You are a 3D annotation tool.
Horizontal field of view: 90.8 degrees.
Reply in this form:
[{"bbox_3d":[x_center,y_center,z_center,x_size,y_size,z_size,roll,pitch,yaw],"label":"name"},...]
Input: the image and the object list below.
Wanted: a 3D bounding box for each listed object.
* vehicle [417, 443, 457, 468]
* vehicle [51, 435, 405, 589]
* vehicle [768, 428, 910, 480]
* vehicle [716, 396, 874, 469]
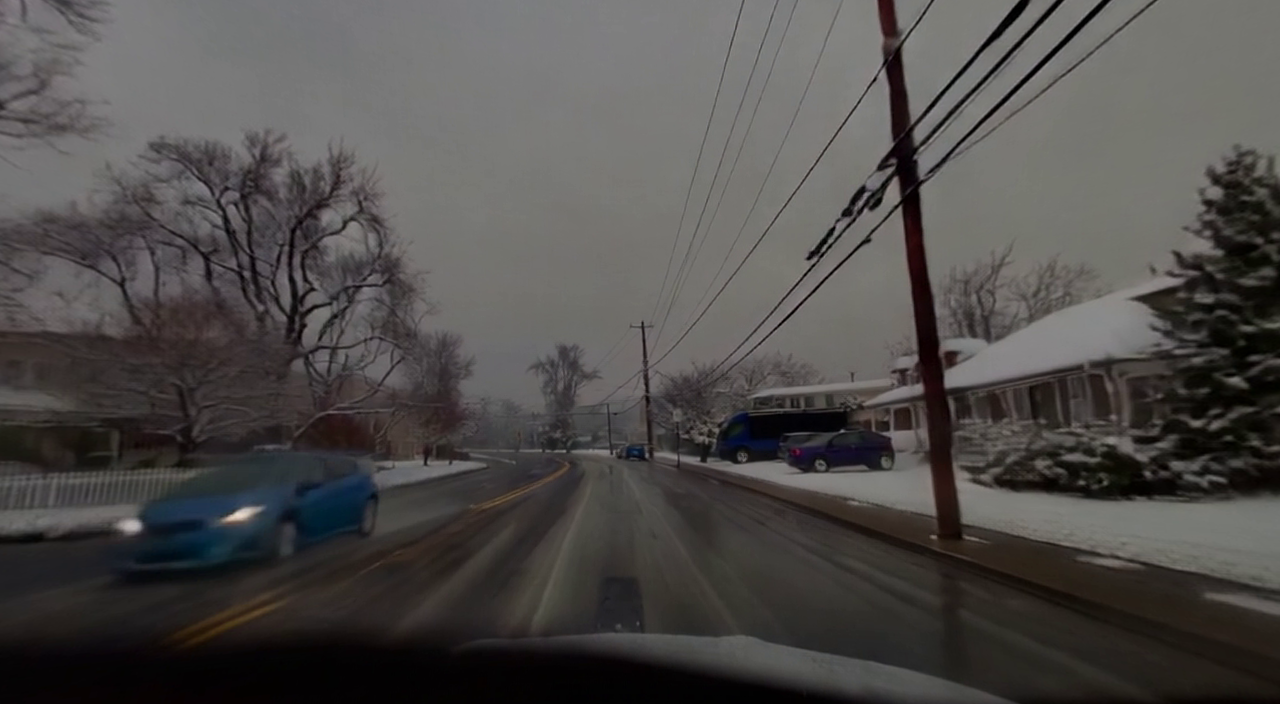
[{"bbox_3d":[-13.836,7.027,43.126,2.390,1.431,4.253,2,-7,-17],"label":"vehicle"},{"bbox_3d":[-4.910,1.904,8.499,1.892,1.501,4.335,0,-8,-1],"label":"vehicle"},{"bbox_3d":[7.087,3.676,22.866,4.412,1.565,1.957,-3,-8,-1],"label":"vehicle"},{"bbox_3d":[7.726,4.109,32.043,7.115,3.010,2.378,-4,-9,-6],"label":"vehicle"}]
